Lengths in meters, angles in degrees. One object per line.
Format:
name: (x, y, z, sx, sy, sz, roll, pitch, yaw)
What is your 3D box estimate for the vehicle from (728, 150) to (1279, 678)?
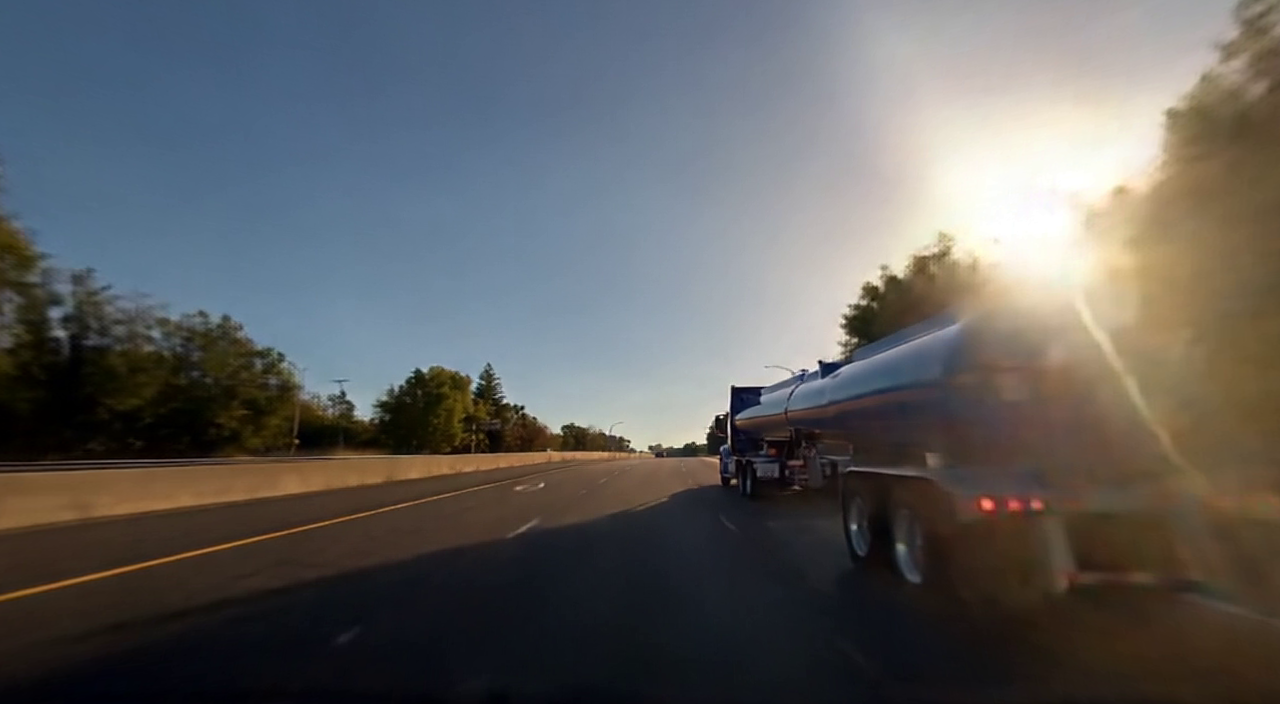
vehicle: (4.017, 1.376, 11.473, 2.880, 3.624, 14.397, 0, -8, 0)
